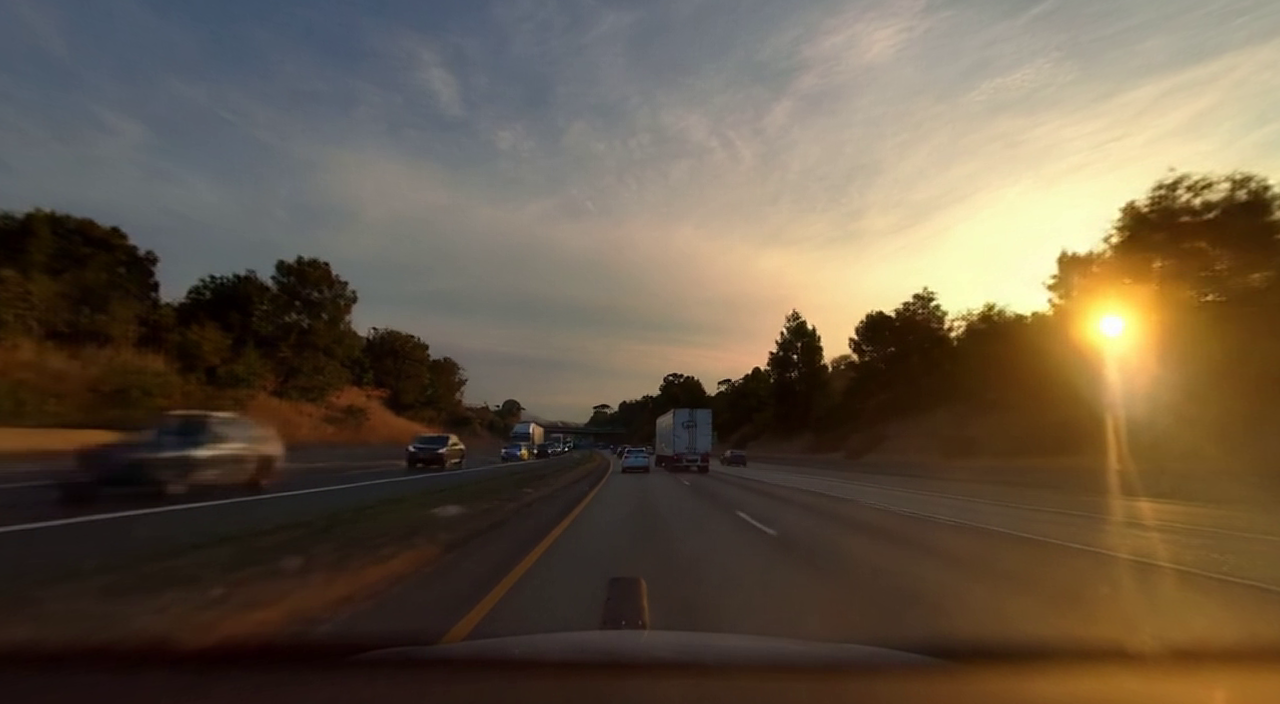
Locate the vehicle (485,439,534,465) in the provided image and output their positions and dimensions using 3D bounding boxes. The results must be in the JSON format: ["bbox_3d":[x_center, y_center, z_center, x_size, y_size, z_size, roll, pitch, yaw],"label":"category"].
[{"bbox_3d":[-7.660,5.976,37.511,2.013,1.439,4.317,0,-9,0],"label":"vehicle"}]

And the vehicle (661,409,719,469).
[{"bbox_3d":[3.570,6.785,48.464,2.931,4.009,12.800,0,-9,-2],"label":"vehicle"}]

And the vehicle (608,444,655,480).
[{"bbox_3d":[-0.447,5.277,30.347,2.111,1.599,3.859,0,-9,-1],"label":"vehicle"}]

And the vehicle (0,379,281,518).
[{"bbox_3d":[-7.199,1.345,8.809,1.928,1.473,4.170,0,-9,-1],"label":"vehicle"}]

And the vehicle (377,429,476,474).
[{"bbox_3d":[-7.610,3.611,22.937,2.183,1.457,3.987,0,-9,0],"label":"vehicle"}]
